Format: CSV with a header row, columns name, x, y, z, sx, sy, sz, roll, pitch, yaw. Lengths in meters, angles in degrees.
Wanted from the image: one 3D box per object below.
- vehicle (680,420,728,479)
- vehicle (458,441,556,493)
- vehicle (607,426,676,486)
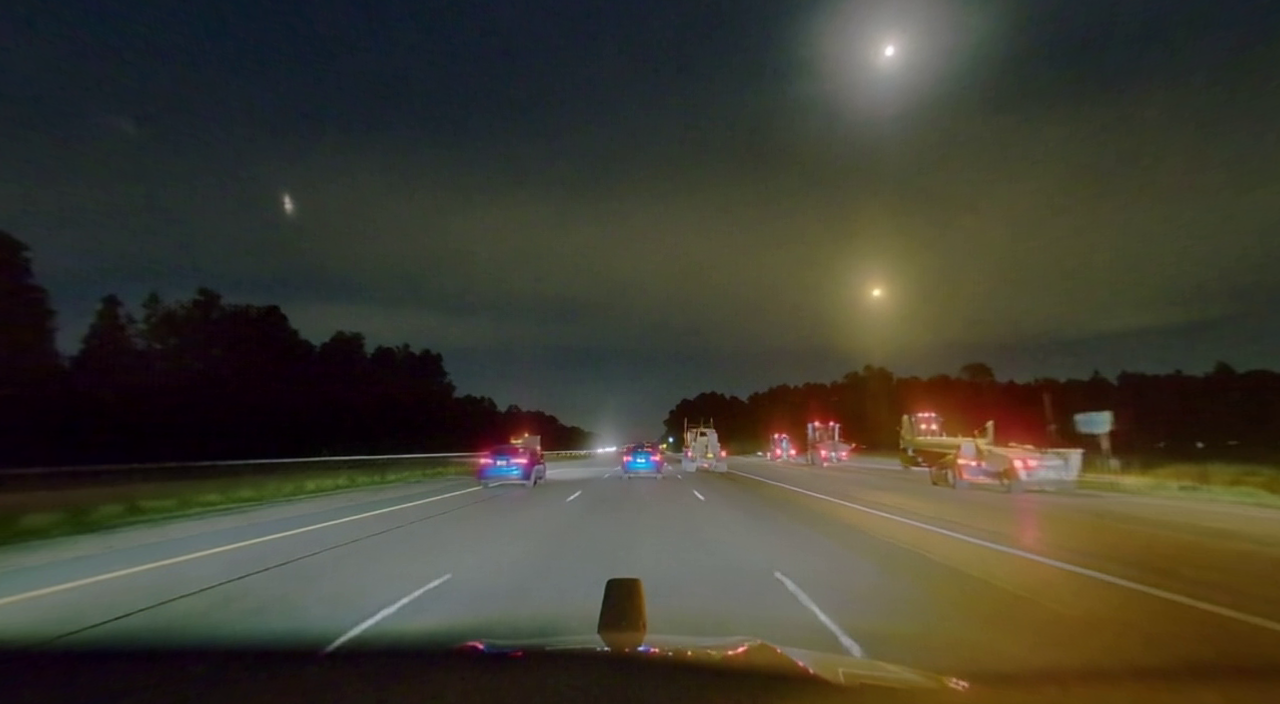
name,x,y,z,sx,sy,sz,roll,pitch,yaw
vehicle,4.524,7.161,46.646,2.793,3.828,9.580,0,-8,1
vehicle,-4.132,3.645,20.409,2.096,1.469,4.319,0,-8,2
vehicle,0.085,3.848,23.596,2.308,1.993,4.631,0,-8,1
